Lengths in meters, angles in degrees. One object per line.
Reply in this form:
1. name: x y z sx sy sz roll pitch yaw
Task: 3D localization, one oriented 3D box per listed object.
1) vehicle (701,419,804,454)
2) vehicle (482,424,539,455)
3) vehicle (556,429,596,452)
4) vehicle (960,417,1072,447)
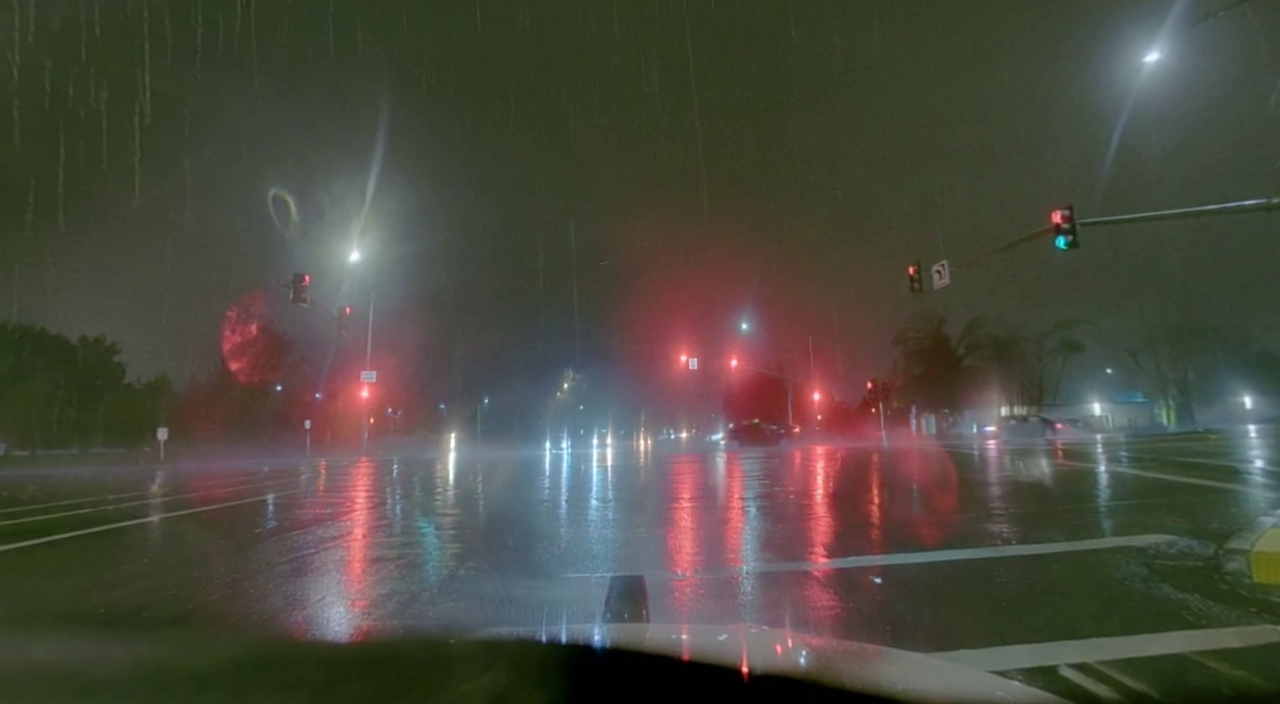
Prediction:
1. vehicle: 5.262 4.019 29.806 4.407 1.569 1.859 1 -9 -5
2. vehicle: -8.290 5.733 40.892 2.000 1.864 5.044 -1 -9 7
3. vehicle: -4.387 6.168 43.768 1.919 1.467 4.086 -1 -9 6
4. vehicle: 18.721 4.041 31.503 4.510 1.431 1.884 1 -9 -7
